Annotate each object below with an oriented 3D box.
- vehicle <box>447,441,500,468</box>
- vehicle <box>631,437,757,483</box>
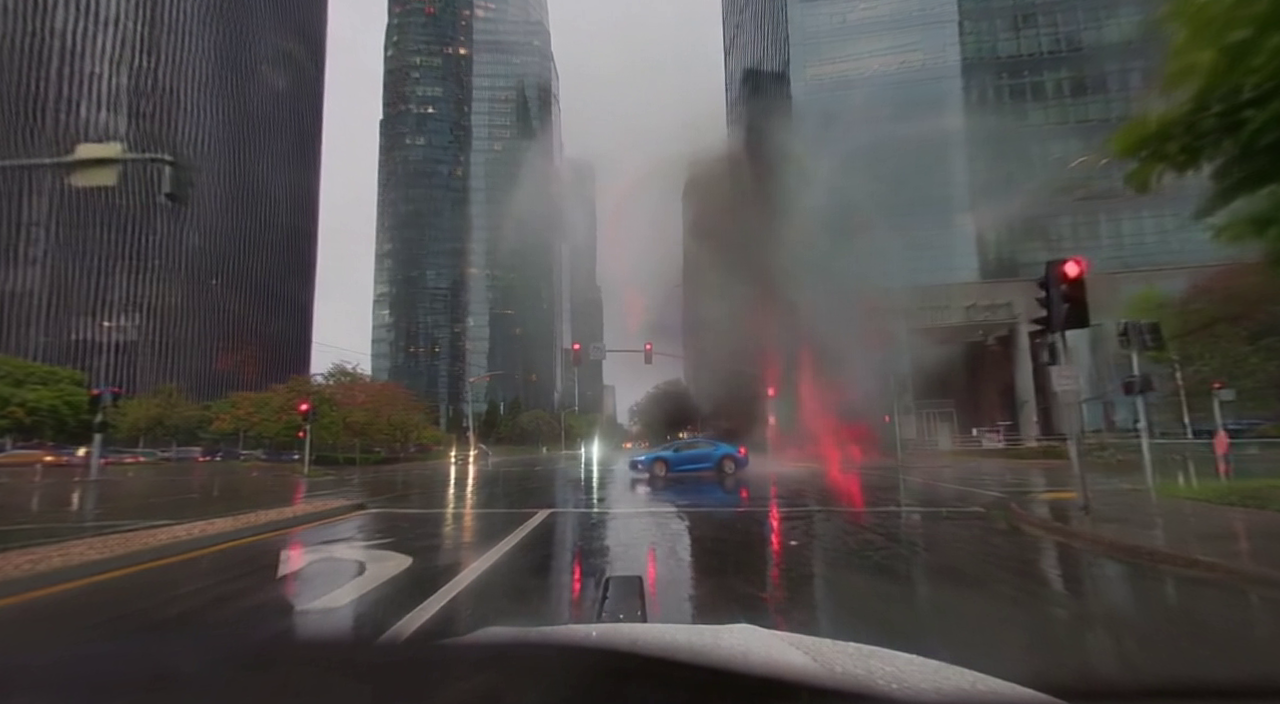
[{"bbox_3d":[-11.478,7.098,43.686,2.069,1.771,4.947,0,-9,3],"label":"vehicle"},{"bbox_3d":[1.962,4.027,23.592,4.218,1.572,2.065,2,-9,-15],"label":"vehicle"}]
